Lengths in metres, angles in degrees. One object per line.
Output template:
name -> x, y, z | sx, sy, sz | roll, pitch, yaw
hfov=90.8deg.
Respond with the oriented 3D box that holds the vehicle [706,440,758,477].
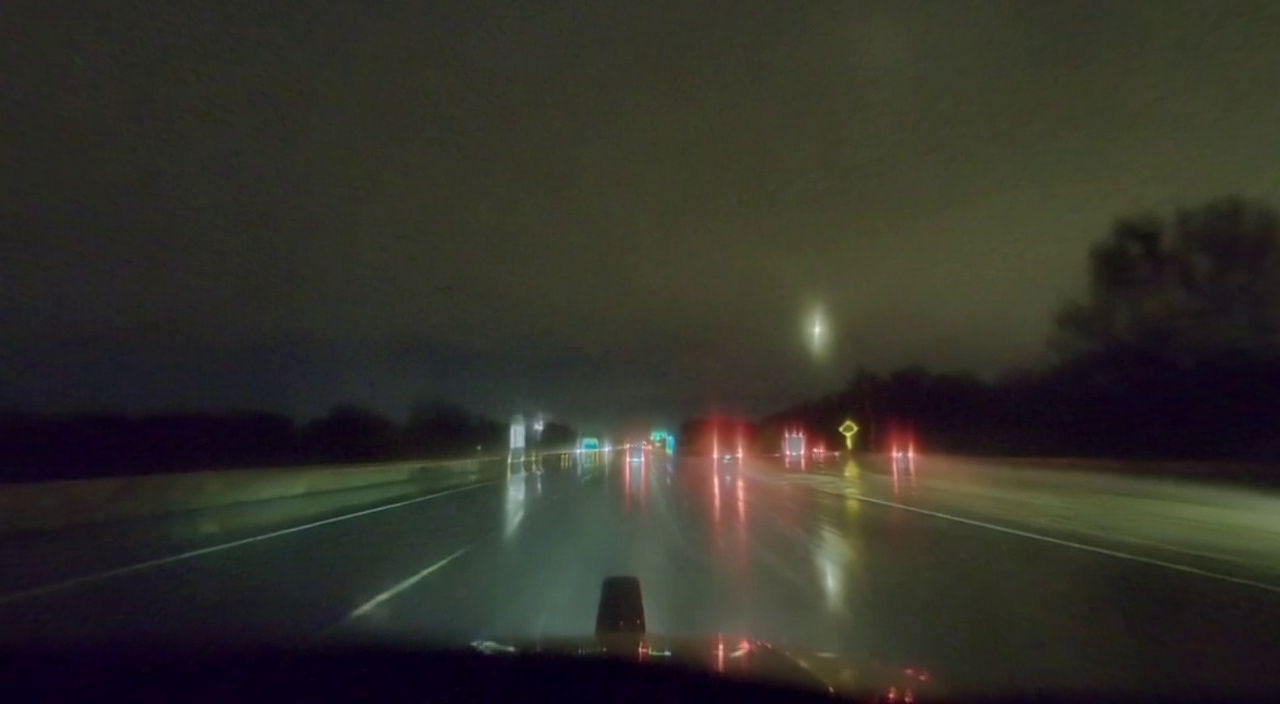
vehicle -> 4.594, 5.366, 32.094 | 2.133, 1.746, 4.511 | 0, -9, 2
